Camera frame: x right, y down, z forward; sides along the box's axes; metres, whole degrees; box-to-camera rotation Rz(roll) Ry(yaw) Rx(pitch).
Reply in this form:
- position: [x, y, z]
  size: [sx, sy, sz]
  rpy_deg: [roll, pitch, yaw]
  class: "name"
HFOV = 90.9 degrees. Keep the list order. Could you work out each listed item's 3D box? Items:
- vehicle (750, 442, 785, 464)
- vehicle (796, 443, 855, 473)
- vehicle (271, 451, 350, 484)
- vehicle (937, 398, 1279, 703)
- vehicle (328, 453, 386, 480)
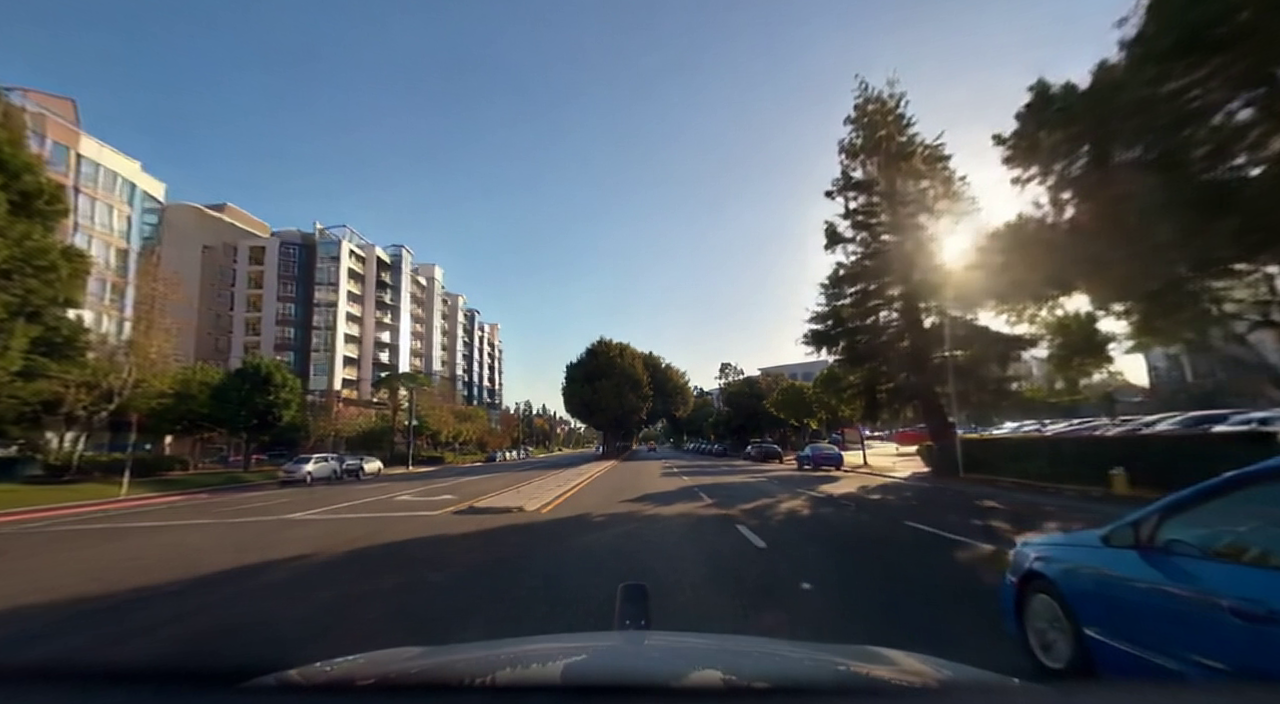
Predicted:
- position: [9.912, 7.835, 49.161]
  size: [1.889, 1.629, 4.072]
  rpy_deg: [0, -8, 0]
  class: "vehicle"
- position: [9.976, 5.709, 34.218]
  size: [1.889, 1.472, 4.304]
  rpy_deg: [0, -8, 0]
  class: "vehicle"
- position: [-18.523, 6.465, 35.715]
  size: [1.993, 1.686, 4.698]
  rpy_deg: [0, -8, -1]
  class: "vehicle"
- position: [3.153, 0.884, 2.102]
  size: [2.141, 1.443, 4.499]
  rpy_deg: [0, -8, 0]
  class: "vehicle"
- position: [-18.386, 7.442, 41.170]
  size: [1.828, 1.457, 4.292]
  rpy_deg: [-3, -7, 0]
  class: "vehicle"
